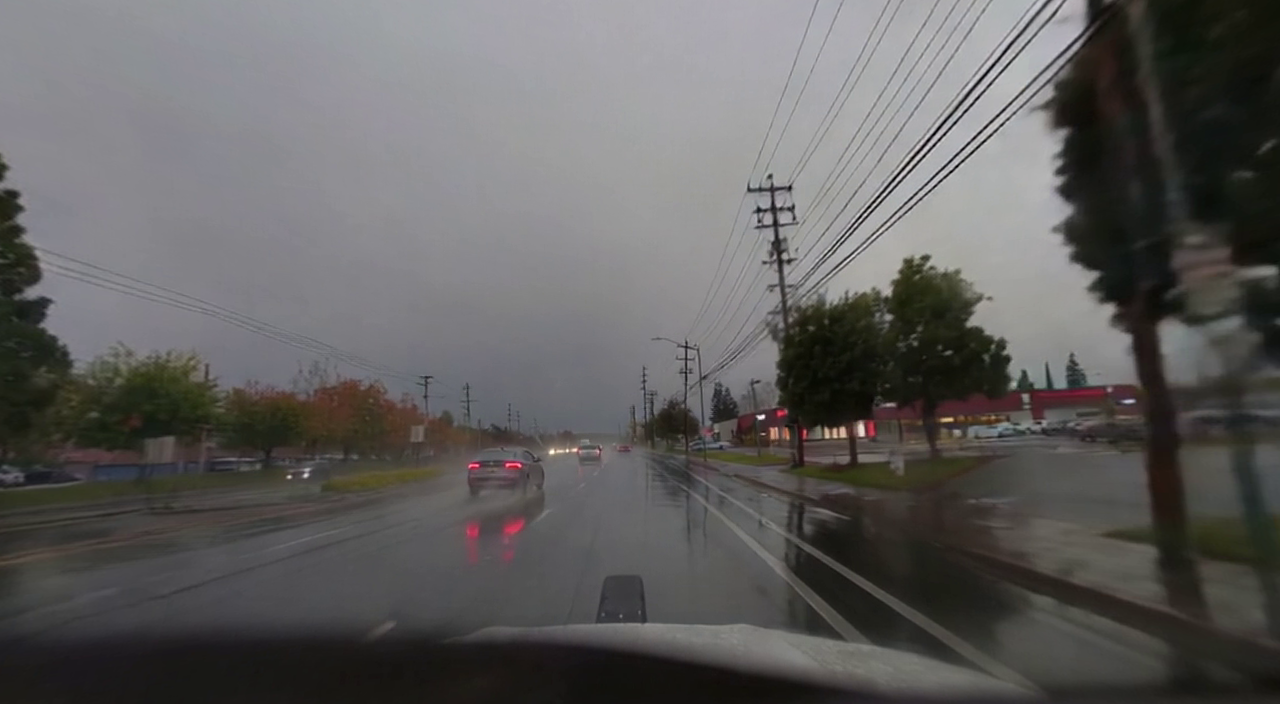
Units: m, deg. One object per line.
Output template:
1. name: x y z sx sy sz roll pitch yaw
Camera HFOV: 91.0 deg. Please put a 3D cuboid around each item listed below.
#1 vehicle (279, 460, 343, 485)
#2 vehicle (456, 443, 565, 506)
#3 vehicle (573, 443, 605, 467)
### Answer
1. vehicle: -24.736 9.051 47.544 1.973 1.695 4.541 -1 -9 7
2. vehicle: -3.352 3.276 17.267 1.942 1.469 4.426 0 -9 1
3. vehicle: -3.803 7.754 47.525 2.087 1.736 4.311 0 -9 0
